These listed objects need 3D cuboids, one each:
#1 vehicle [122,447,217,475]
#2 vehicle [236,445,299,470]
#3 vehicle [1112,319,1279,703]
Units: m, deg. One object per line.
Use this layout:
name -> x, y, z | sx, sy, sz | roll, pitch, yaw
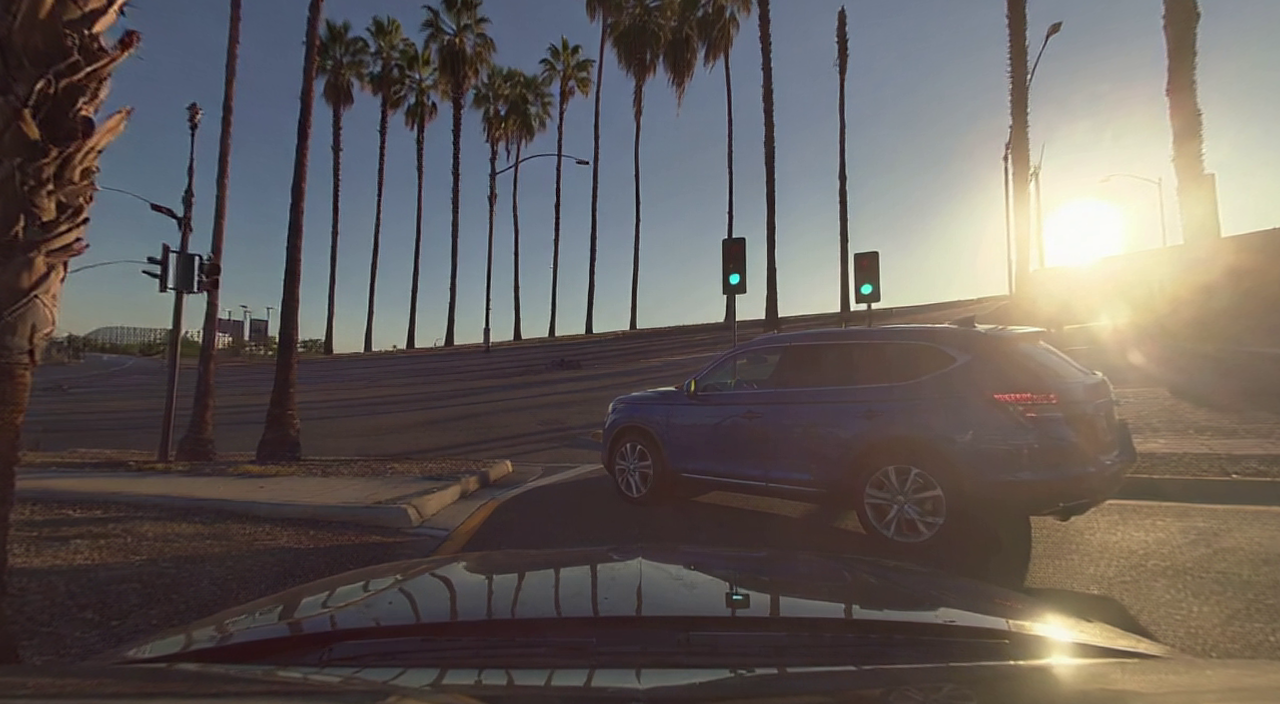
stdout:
vehicle -> -26.559, 6.162, 35.749 | 1.830, 1.443, 4.551 | 0, -9, 2
vehicle -> -26.267, 7.420, 44.555 | 1.941, 1.631, 4.017 | 0, -9, 0
vehicle -> 3.458, 0.523, 0.789 | 2.028, 1.770, 4.737 | 0, -9, 0
